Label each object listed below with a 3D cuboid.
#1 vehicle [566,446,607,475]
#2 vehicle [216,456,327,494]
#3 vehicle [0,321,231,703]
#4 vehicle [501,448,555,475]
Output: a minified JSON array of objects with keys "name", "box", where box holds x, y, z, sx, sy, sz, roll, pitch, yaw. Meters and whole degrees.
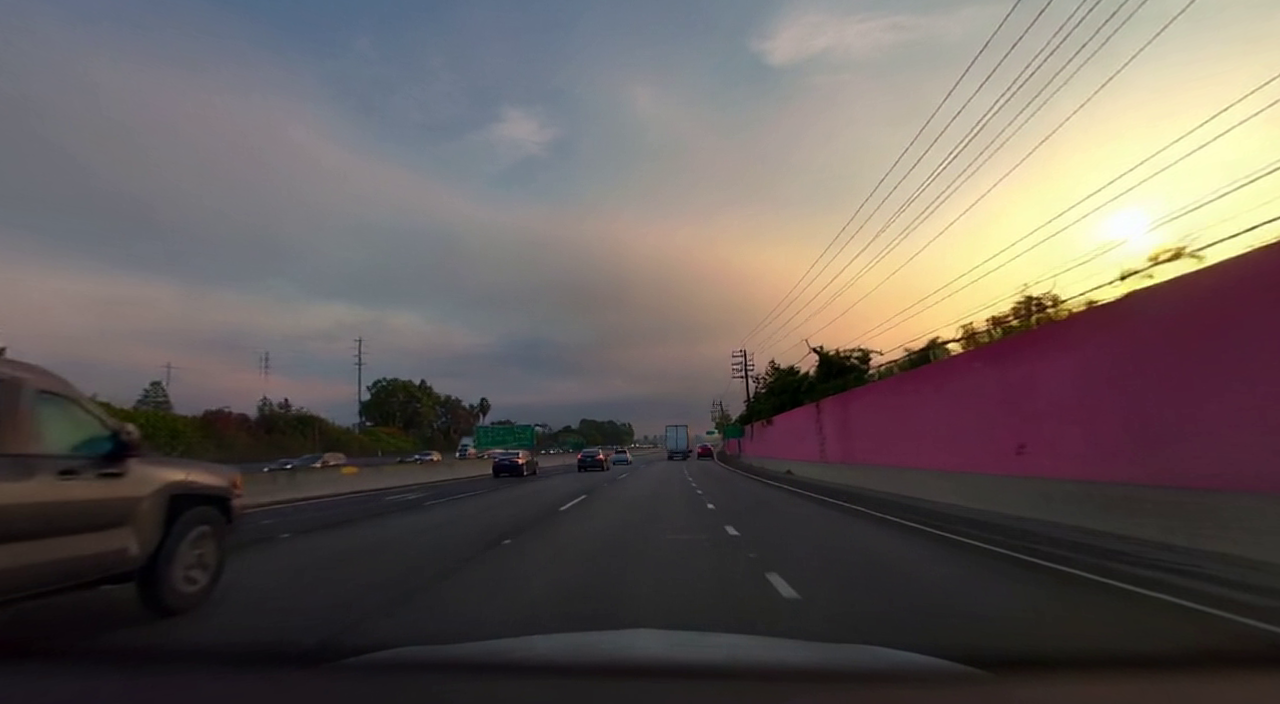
[{"name":"vehicle","box":[-3.085,6.371,37.246,1.966,1.565,3.766,-1,-9,2]},{"name":"vehicle","box":[-16.110,5.383,27.892,1.923,1.459,4.561,-1,-9,4]},{"name":"vehicle","box":[-3.814,0.665,1.712,2.136,1.865,4.722,-1,-9,1]},{"name":"vehicle","box":[-6.650,6.538,37.950,2.142,1.503,4.767,-1,-9,3]}]
